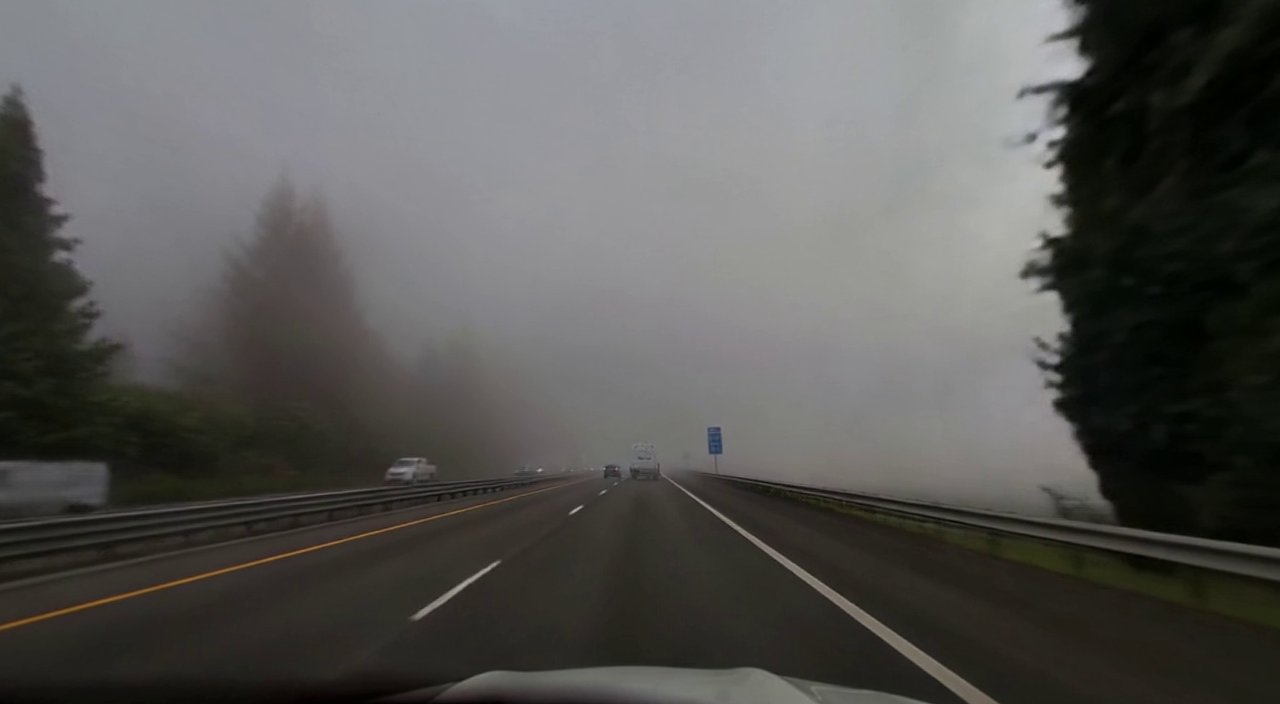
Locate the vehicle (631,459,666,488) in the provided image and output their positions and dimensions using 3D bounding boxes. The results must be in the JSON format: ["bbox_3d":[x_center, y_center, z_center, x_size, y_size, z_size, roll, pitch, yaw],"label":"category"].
[{"bbox_3d":[0.473,7.463,38.838,2.048,1.663,4.377,1,-10,0],"label":"vehicle"}]

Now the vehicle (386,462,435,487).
[{"bbox_3d":[-15.838,8.478,43.677,1.823,1.554,3.847,0,-10,2],"label":"vehicle"}]
